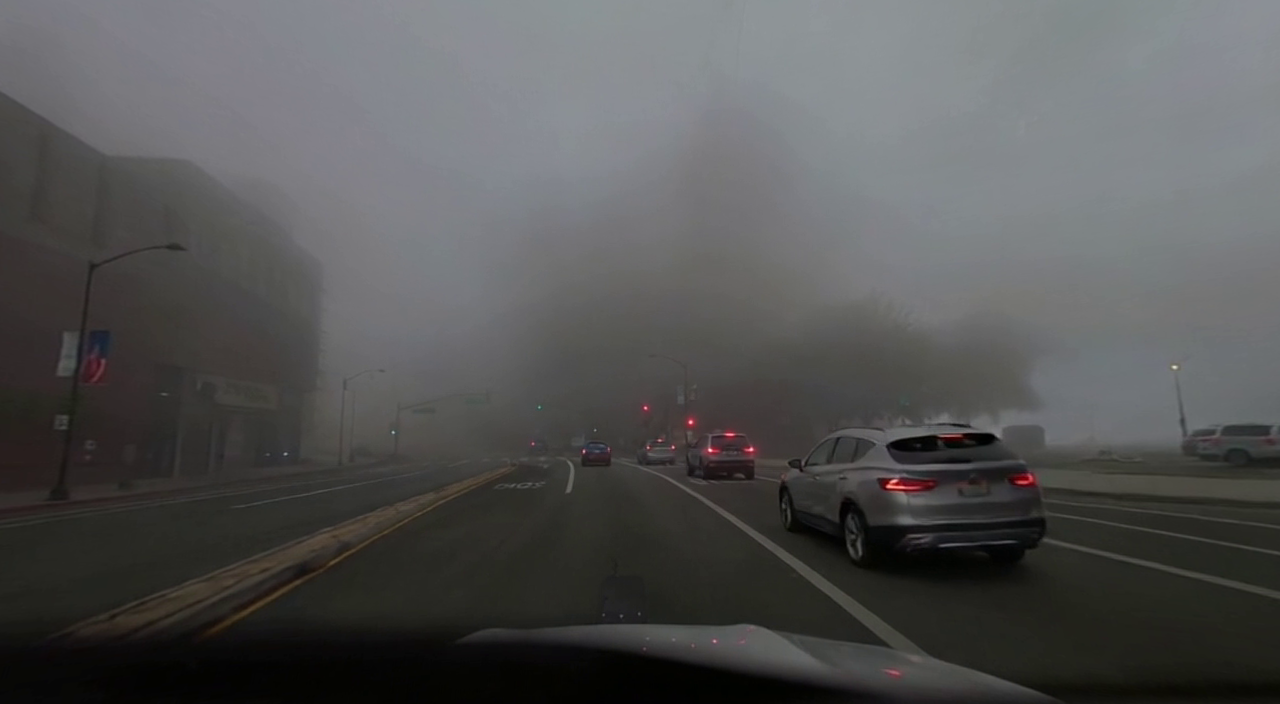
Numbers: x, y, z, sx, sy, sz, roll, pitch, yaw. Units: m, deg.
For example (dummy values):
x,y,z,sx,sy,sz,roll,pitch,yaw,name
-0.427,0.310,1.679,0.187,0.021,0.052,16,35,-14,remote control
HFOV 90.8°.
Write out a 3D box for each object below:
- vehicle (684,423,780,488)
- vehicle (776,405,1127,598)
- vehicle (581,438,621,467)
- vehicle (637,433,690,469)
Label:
x,y,z,sx,sy,sz,roll,pitch,yaw,name
2.693,3.182,19.641,2.046,1.768,4.370,1,-9,-4,vehicle
3.129,1.553,7.488,1.966,1.596,3.980,-1,-8,-2,vehicle
-2.228,5.593,35.175,2.068,1.512,3.987,1,-9,-6,vehicle
1.206,5.364,34.490,2.216,1.750,4.520,0,-8,-6,vehicle
